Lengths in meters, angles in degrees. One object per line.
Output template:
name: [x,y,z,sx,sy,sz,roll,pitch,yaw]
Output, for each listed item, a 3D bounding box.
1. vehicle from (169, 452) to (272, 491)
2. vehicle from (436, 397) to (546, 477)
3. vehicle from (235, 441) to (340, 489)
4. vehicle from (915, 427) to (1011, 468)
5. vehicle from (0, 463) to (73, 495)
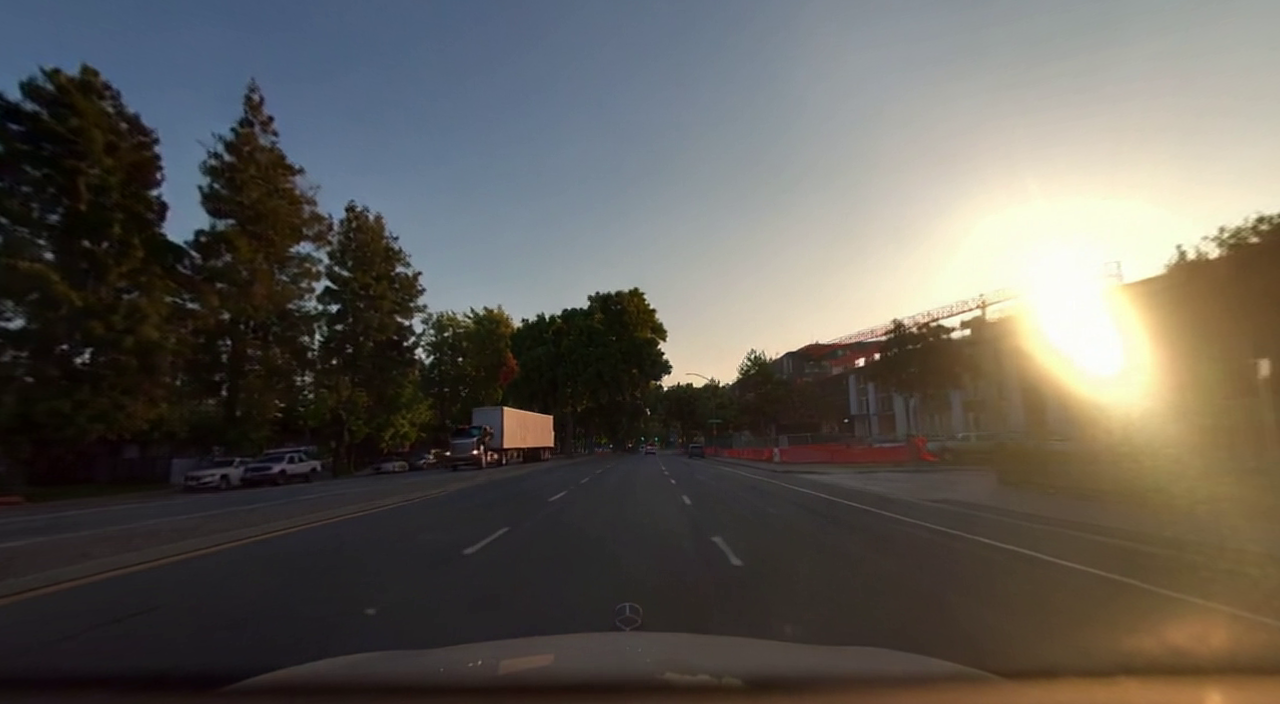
vehicle: [-21.521,6.115,32.482,2.168,1.800,4.603,0,-8,-2]
vehicle: [-7.346,4.493,32.732,3.032,3.524,9.640,0,-8,2]
vehicle: [-18.201,5.802,32.801,2.154,1.987,5.836,-5,-7,0]
vehicle: [16.477,4.923,32.462,2.021,1.835,5.654,2,-8,1]
vehicle: [-33.909,6.813,33.765,1.848,1.484,4.574,1,-8,16]
